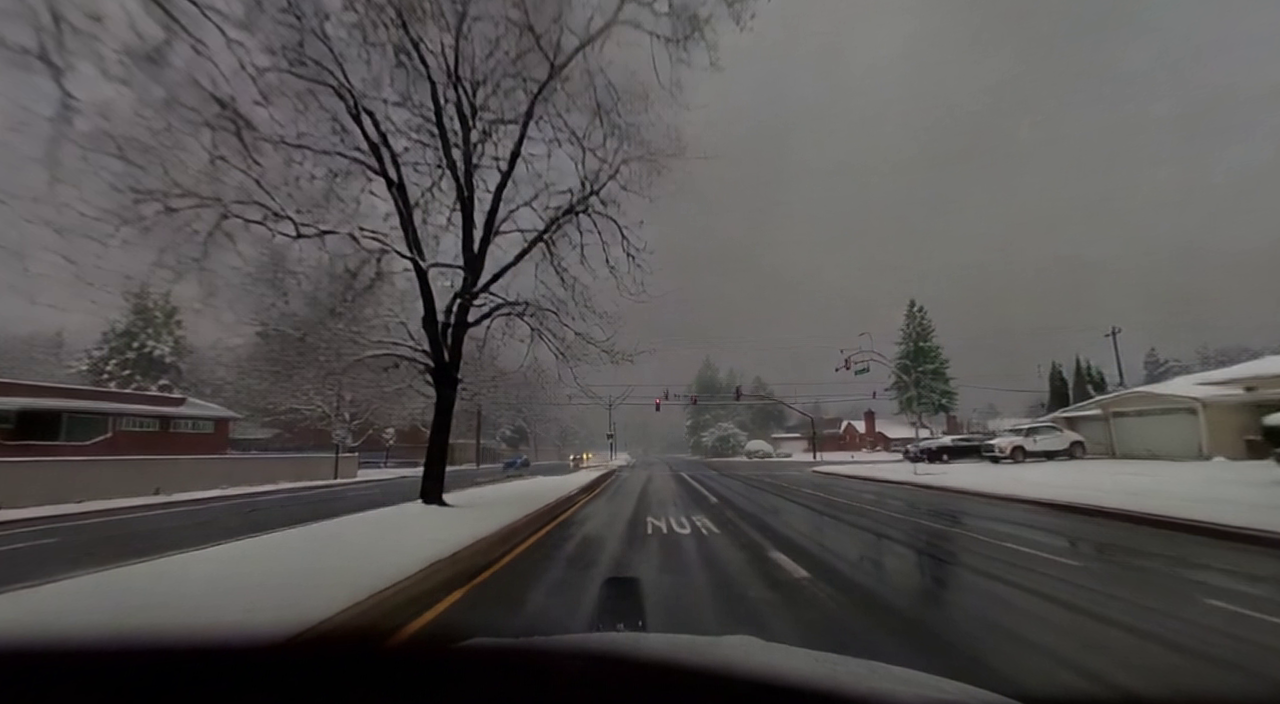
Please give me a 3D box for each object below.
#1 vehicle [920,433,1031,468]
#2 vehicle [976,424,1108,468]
[{"bbox_3d":[18.190,5.344,34.139,4.868,1.768,2.030,0,-8,-3],"label":"vehicle"},{"bbox_3d":[18.385,4.301,28.878,4.611,1.920,2.043,0,-8,-2],"label":"vehicle"}]
